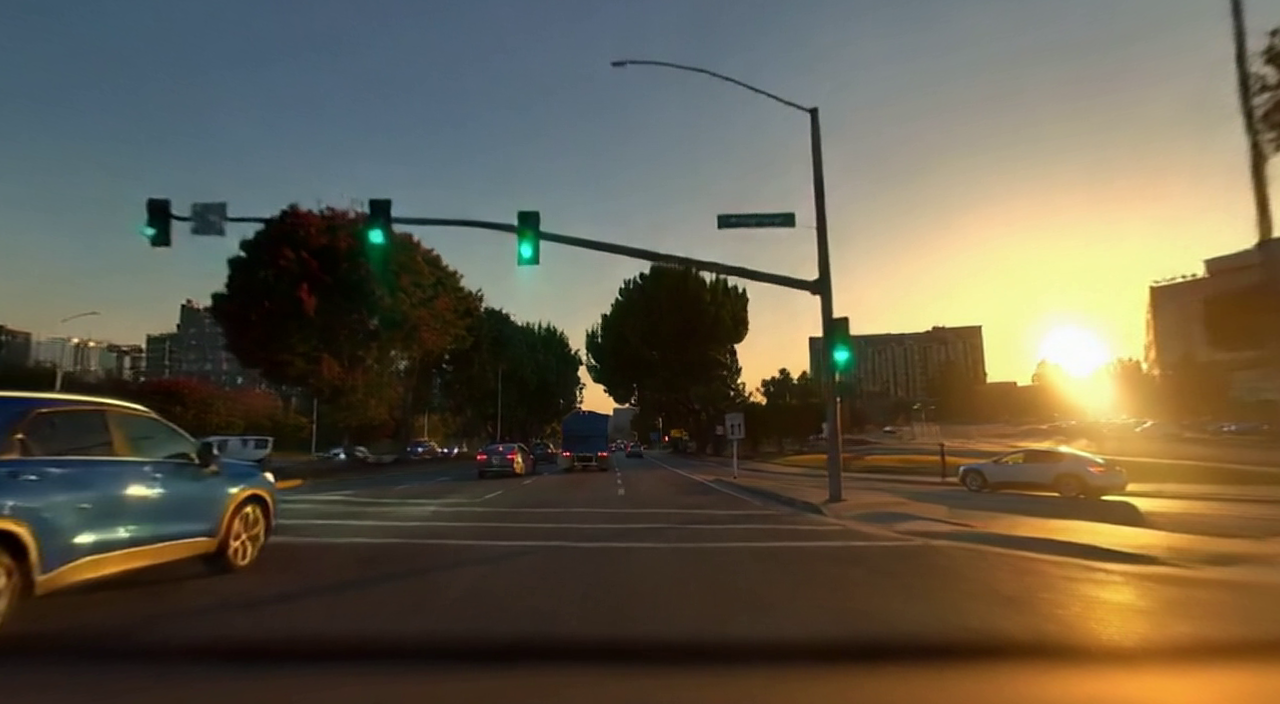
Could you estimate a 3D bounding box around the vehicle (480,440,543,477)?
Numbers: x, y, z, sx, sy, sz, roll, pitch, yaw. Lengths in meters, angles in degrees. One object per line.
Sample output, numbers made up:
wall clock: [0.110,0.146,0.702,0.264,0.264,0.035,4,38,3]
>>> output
vehicle: [-5.571,4.694,27.819,2.023,1.483,4.143,0,-9,-2]

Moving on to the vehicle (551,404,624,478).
vehicle: [-2.288,4.202,29.575,2.993,3.051,6.692,0,-9,-1]

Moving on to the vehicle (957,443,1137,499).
vehicle: [13.833,3.992,21.543,4.720,1.685,2.140,-8,-12,43]

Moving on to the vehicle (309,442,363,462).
vehicle: [-22.800,7.523,47.333,1.898,1.480,4.567,0,-9,-2]

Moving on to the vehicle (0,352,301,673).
vehicle: [-4.798,1.040,4.409,2.178,1.826,4.933,0,-9,-2]

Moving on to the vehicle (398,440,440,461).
vehicle: [-16.972,7.572,48.399,2.026,1.523,4.584,1,-9,-6]
